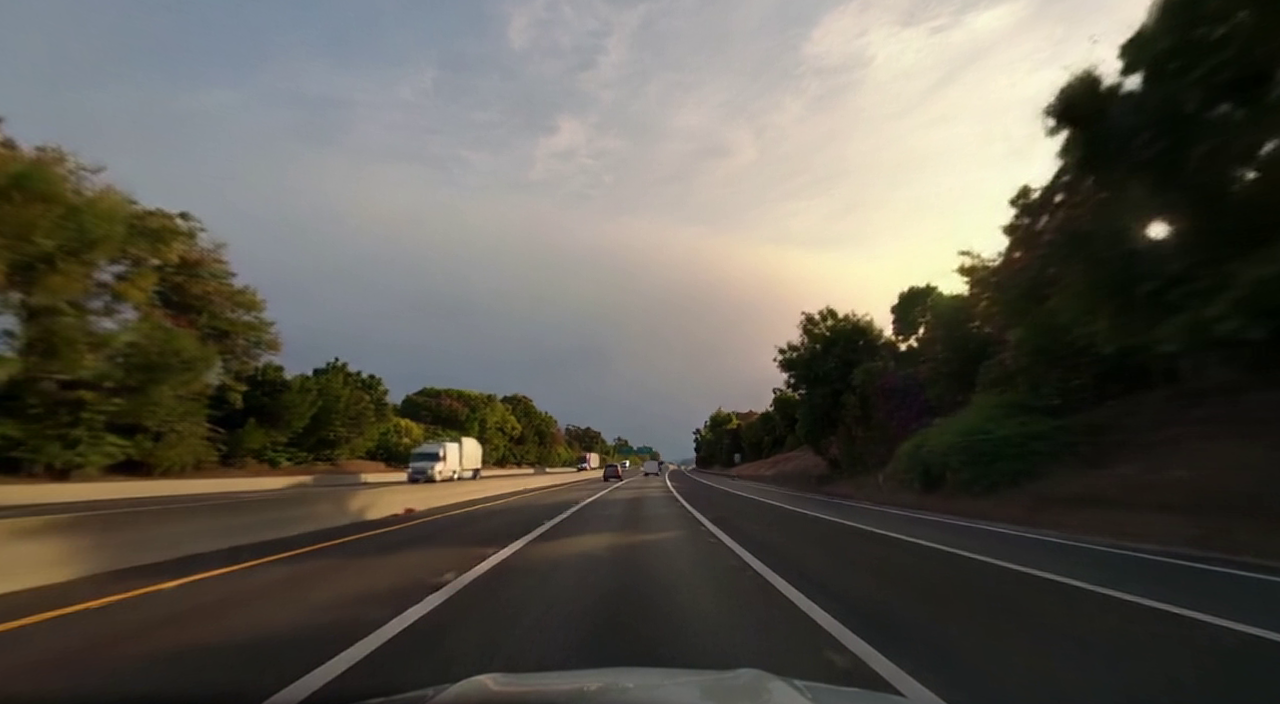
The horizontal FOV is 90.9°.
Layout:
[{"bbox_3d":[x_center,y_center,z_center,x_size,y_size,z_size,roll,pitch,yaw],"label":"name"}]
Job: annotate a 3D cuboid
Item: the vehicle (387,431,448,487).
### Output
[{"bbox_3d":[-16.566,8.046,47.247,2.947,3.901,3.604,1,-11,2],"label":"vehicle"}]
